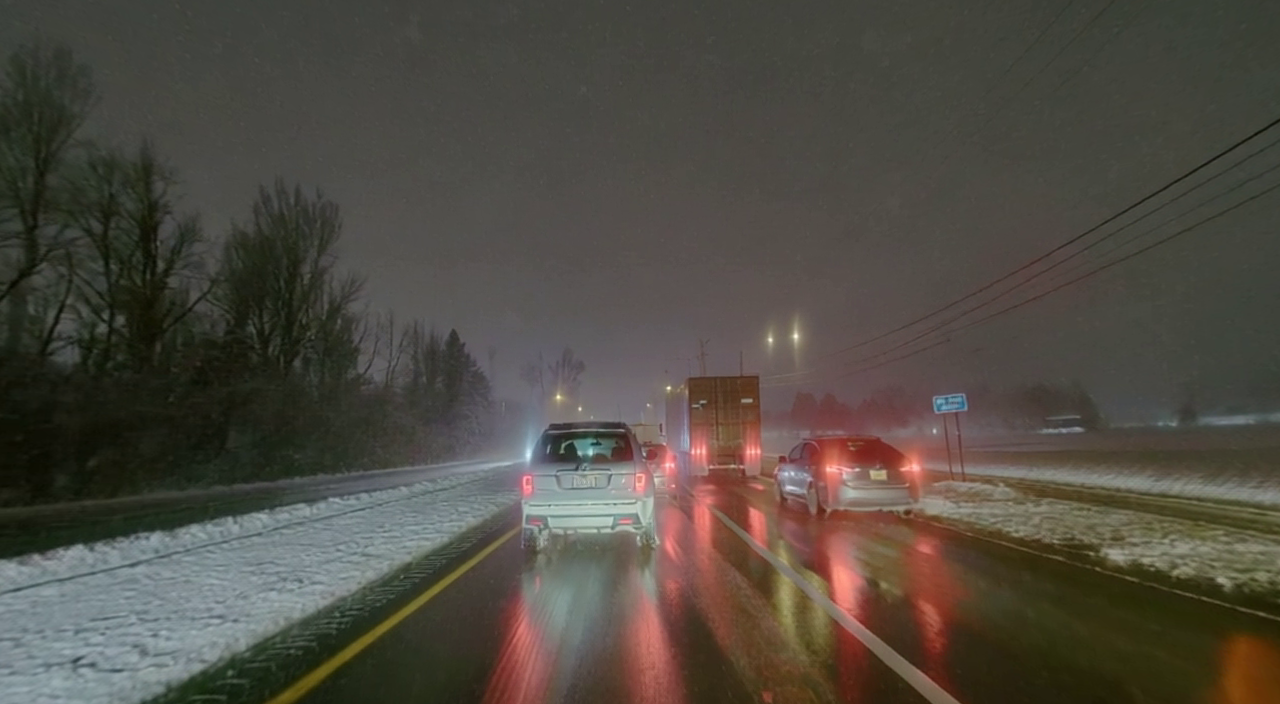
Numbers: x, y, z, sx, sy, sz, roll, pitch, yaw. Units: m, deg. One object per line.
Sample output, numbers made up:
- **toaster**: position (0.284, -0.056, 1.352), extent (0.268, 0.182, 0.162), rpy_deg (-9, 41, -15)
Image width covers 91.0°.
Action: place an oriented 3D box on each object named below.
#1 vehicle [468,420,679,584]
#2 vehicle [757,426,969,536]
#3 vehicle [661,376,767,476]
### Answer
- **vehicle**: position (-0.707, 1.730, 8.110), extent (2.009, 1.554, 4.013), rpy_deg (0, -8, -2)
- **vehicle**: position (3.544, 2.137, 11.150), extent (1.960, 1.515, 4.713), rpy_deg (0, -8, -1)
- **vehicle**: position (3.454, 4.320, 35.469), extent (3.591, 4.290, 16.696), rpy_deg (0, -8, -1)
